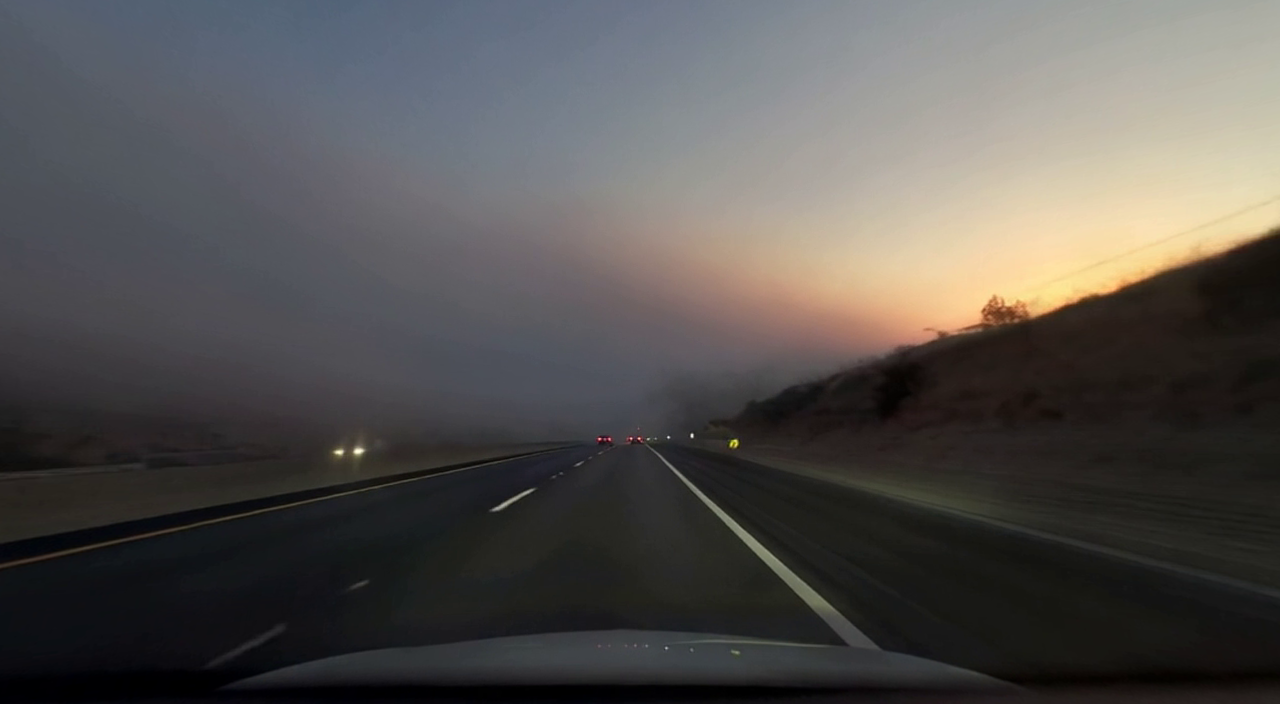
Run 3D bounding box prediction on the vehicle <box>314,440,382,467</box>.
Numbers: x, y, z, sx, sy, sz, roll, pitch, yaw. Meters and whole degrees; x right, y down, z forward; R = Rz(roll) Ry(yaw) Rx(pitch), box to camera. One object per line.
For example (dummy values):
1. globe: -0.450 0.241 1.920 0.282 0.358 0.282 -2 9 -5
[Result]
1. vehicle: -17.597 6.113 38.149 1.962 1.520 4.598 0 -8 0
